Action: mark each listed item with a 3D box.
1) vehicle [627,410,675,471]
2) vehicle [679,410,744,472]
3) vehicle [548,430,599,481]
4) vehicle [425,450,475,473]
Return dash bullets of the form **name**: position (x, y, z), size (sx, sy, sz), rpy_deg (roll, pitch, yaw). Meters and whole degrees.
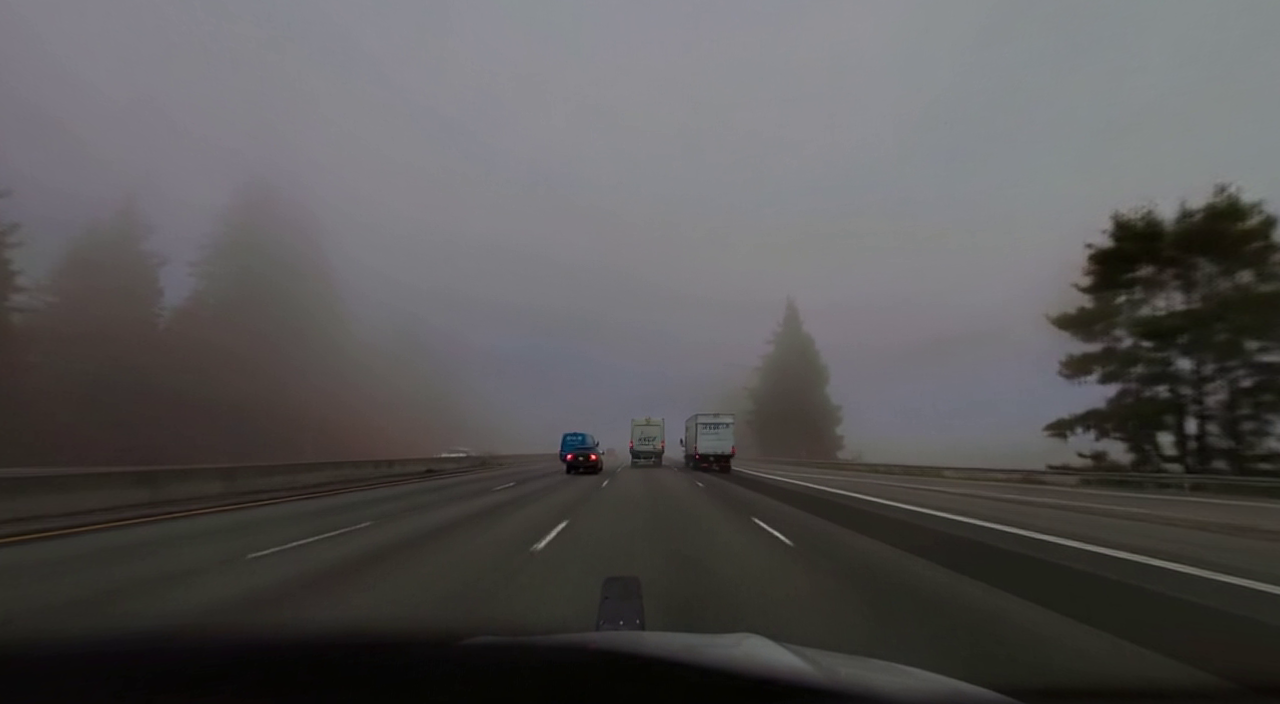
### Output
- **vehicle**: position (0.692, 6.755, 47.548), size (3.201, 4.019, 10.918), rpy_deg (0, -9, 0)
- **vehicle**: position (5.139, 6.987, 48.856), size (3.319, 4.075, 14.516), rpy_deg (0, -9, 0)
- **vehicle**: position (-3.108, 4.917, 30.099), size (2.033, 2.234, 3.490), rpy_deg (0, -9, 0)
- **vehicle**: position (-12.857, 7.398, 42.877), size (1.901, 1.465, 4.583), rpy_deg (0, -9, 1)
